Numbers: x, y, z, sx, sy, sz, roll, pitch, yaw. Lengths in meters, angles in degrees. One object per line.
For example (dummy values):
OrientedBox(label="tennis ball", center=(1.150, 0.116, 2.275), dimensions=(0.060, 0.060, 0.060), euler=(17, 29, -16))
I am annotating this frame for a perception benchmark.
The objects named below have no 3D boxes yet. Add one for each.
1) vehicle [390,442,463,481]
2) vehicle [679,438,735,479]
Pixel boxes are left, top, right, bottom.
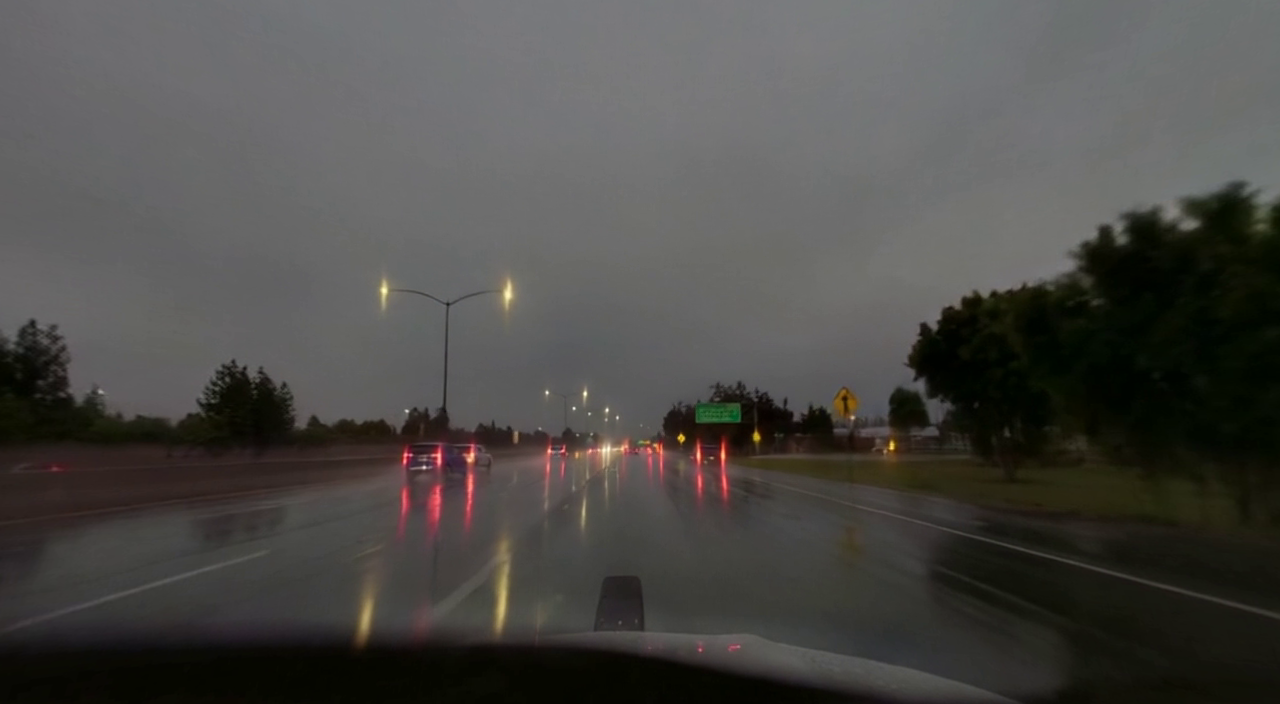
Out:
OrientedBox(label="vehicle", center=(-11.095, 5.700, 33.076), dimensions=(2.137, 1.873, 4.687), euler=(0, -9, 0))
OrientedBox(label="vehicle", center=(3.276, 5.324, 31.703), dimensions=(2.184, 1.892, 4.763), euler=(0, -9, -1))
